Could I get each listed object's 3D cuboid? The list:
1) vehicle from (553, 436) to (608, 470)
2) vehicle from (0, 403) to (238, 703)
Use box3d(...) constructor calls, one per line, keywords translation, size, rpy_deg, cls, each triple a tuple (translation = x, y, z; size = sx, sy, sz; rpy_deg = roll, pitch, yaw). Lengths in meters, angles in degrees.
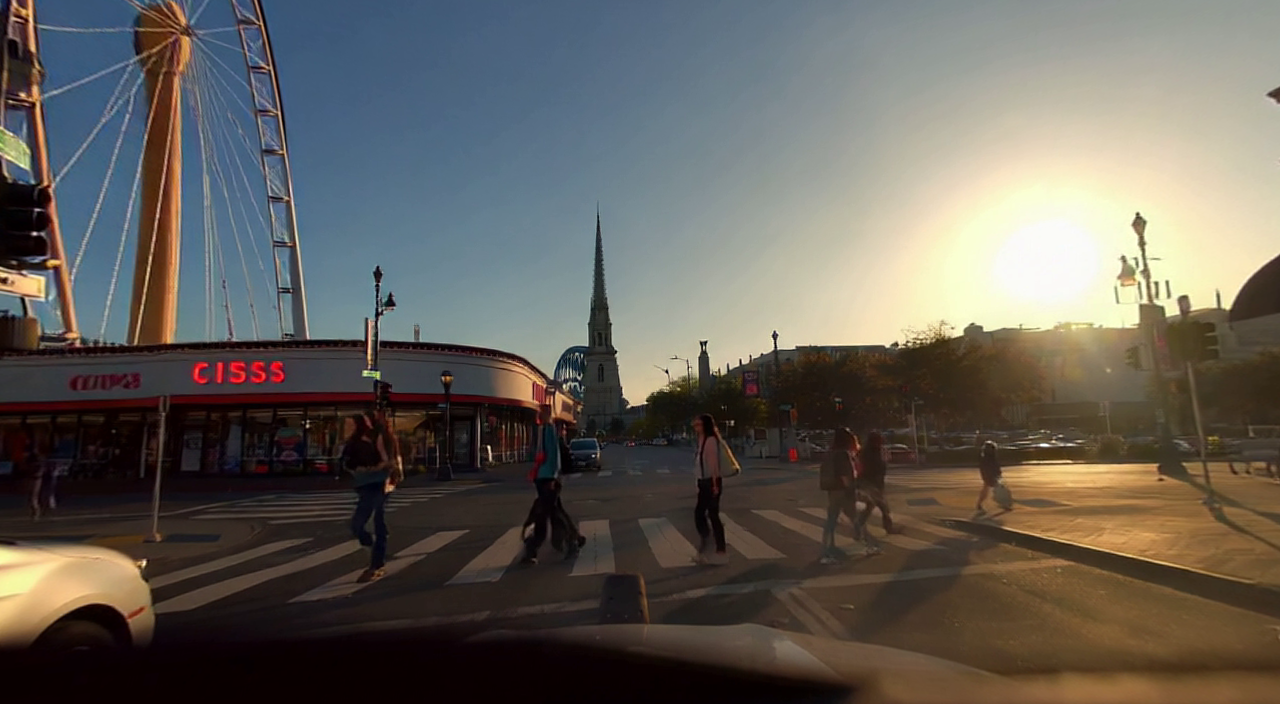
box3d(translation=(-3.914, 6.401, 40.240), size=(2.549, 2.000, 5.699), rpy_deg=(2, -9, -15), cls="vehicle")
box3d(translation=(-3.366, 0.787, 1.188), size=(1.940, 1.505, 4.676), rpy_deg=(-1, -9, 3), cls="vehicle")
